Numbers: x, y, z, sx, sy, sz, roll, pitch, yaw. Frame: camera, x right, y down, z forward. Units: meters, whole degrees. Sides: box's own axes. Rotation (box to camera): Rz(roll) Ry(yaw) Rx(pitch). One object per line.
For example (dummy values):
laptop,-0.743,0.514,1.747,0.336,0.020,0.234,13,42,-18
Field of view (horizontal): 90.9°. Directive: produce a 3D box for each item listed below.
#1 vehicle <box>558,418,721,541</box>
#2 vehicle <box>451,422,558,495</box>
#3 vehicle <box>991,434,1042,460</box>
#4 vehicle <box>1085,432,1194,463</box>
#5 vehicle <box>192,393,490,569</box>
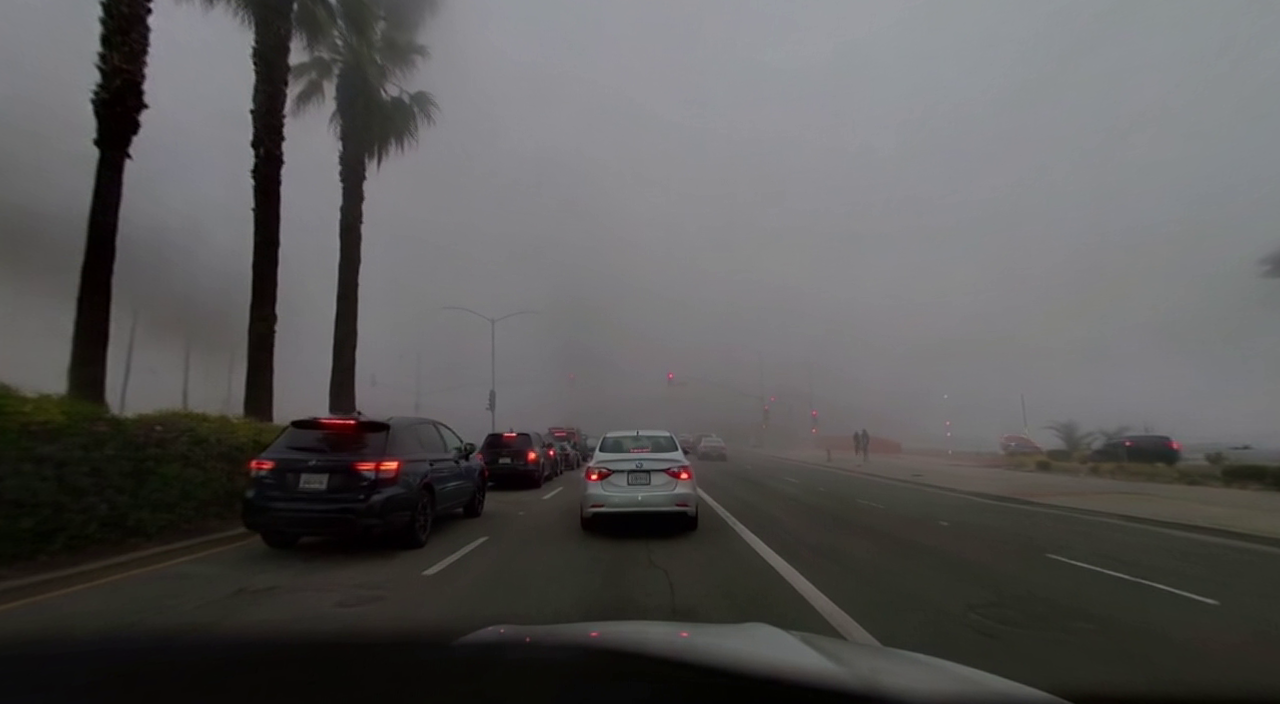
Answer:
vehicle,-0.030,1.982,10.398,2.114,1.585,4.285,0,-8,-1
vehicle,-3.427,2.782,16.764,1.840,1.684,4.041,0,-8,1
vehicle,26.018,6.572,43.638,1.882,1.672,3.957,-2,-9,14
vehicle,25.459,4.893,32.246,3.914,1.427,1.779,-2,-8,6
vehicle,-3.507,1.609,8.546,1.914,1.741,4.398,0,-8,-1
